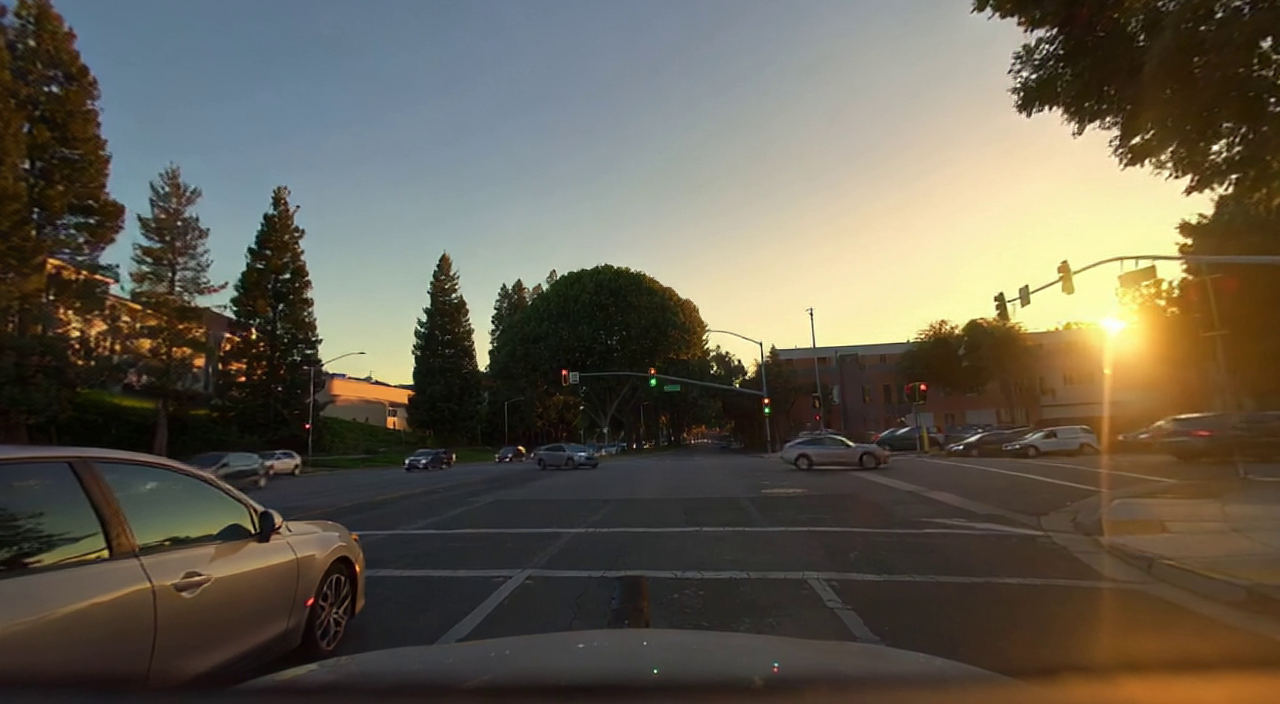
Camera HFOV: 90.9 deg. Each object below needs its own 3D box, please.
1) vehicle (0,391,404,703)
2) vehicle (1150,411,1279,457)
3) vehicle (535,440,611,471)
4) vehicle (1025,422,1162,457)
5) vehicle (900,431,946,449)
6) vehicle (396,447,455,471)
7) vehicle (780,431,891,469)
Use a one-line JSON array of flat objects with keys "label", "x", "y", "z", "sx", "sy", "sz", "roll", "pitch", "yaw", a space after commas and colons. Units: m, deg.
[{"label": "vehicle", "x": -2.951, "y": 0.988, "z": 2.744, "sx": 1.924, "sy": 1.482, "sz": 4.734, "roll": 0, "pitch": -8, "yaw": 1}, {"label": "vehicle", "x": 23.124, "y": 3.174, "z": 24.245, "sx": 5.268, "sy": 1.687, "sz": 1.942, "roll": 0, "pitch": -8, "yaw": 0}, {"label": "vehicle", "x": -3.513, "y": 5.269, "z": 32.329, "sx": 1.841, "sy": 1.450, "sz": 4.364, "roll": 6, "pitch": -11, "yaw": -37}, {"label": "vehicle", "x": 19.894, "y": 3.861, "z": 27.750, "sx": 4.552, "sy": 1.492, "sz": 2.002, "roll": 0, "pitch": -9, "yaw": -4}, {"label": "vehicle", "x": 22.432, "y": 6.988, "z": 49.877, "sx": 1.930, "sy": 1.410, "sz": 4.313, "roll": -8, "pitch": -12, "yaw": 43}, {"label": "vehicle", "x": -13.980, "y": 6.975, "z": 41.405, "sx": 1.921, "sy": 1.480, "sz": 4.652, "roll": -1, "pitch": -8, "yaw": 4}, {"label": "vehicle", "x": 8.114, "y": 4.065, "z": 26.192, "sx": 4.180, "sy": 1.478, "sz": 1.986, "roll": -3, "pitch": -9, "yaw": 20}]
